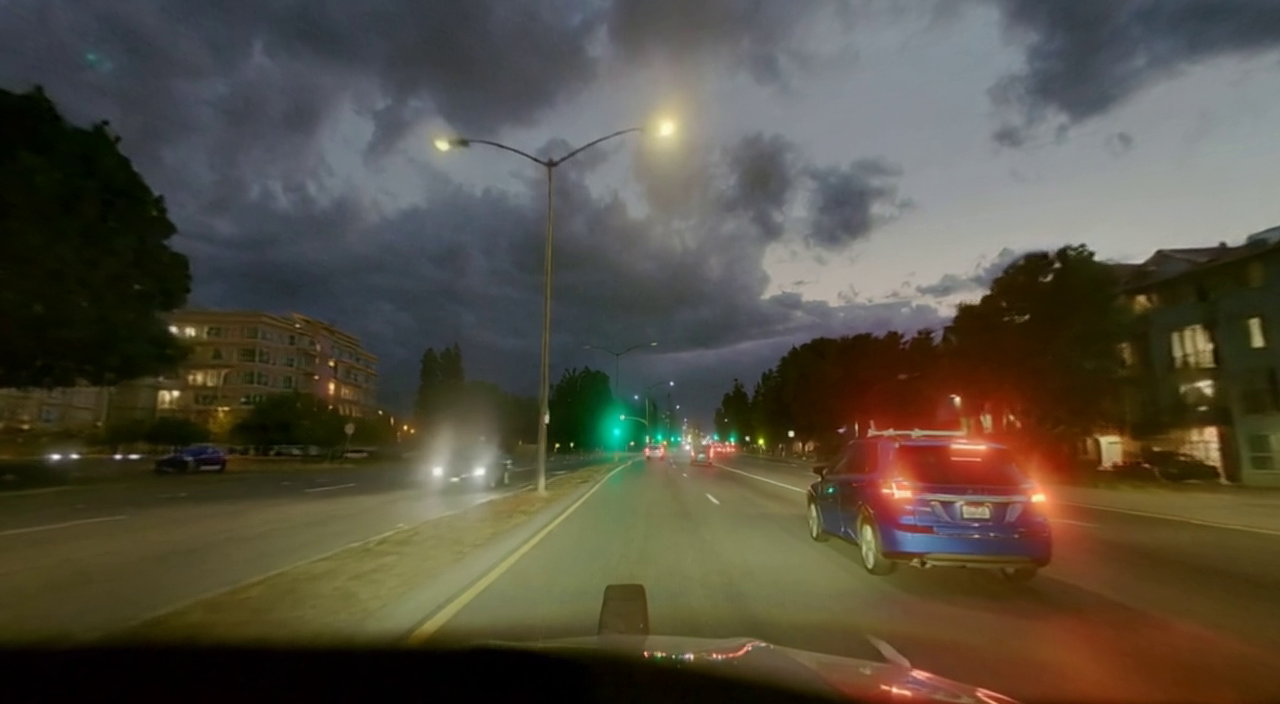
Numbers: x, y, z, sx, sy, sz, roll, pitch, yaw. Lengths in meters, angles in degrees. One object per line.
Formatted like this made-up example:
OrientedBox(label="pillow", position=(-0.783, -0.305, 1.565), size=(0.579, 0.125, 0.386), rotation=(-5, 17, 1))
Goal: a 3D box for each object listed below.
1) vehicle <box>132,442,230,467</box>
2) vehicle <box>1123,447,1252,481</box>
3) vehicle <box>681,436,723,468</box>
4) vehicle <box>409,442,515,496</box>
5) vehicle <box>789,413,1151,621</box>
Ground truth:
OrientedBox(label="vehicle", position=(-28.121, 6.296, 38.663), size=(4.783, 1.452, 1.753), rotation=(-1, -8, 5))
OrientedBox(label="vehicle", position=(28.080, 5.730, 32.506), size=(4.391, 1.600, 2.137), rotation=(-2, -8, 15))
OrientedBox(label="vehicle", position=(3.823, 6.248, 39.528), size=(2.154, 1.844, 4.634), rotation=(0, -8, 0))
OrientedBox(label="vehicle", position=(-5.318, 3.529, 19.516), size=(1.953, 1.462, 4.297), rotation=(0, -8, 1))
OrientedBox(label="vehicle", position=(3.103, 1.596, 7.067), size=(1.901, 1.634, 3.952), rotation=(0, -8, 0))
